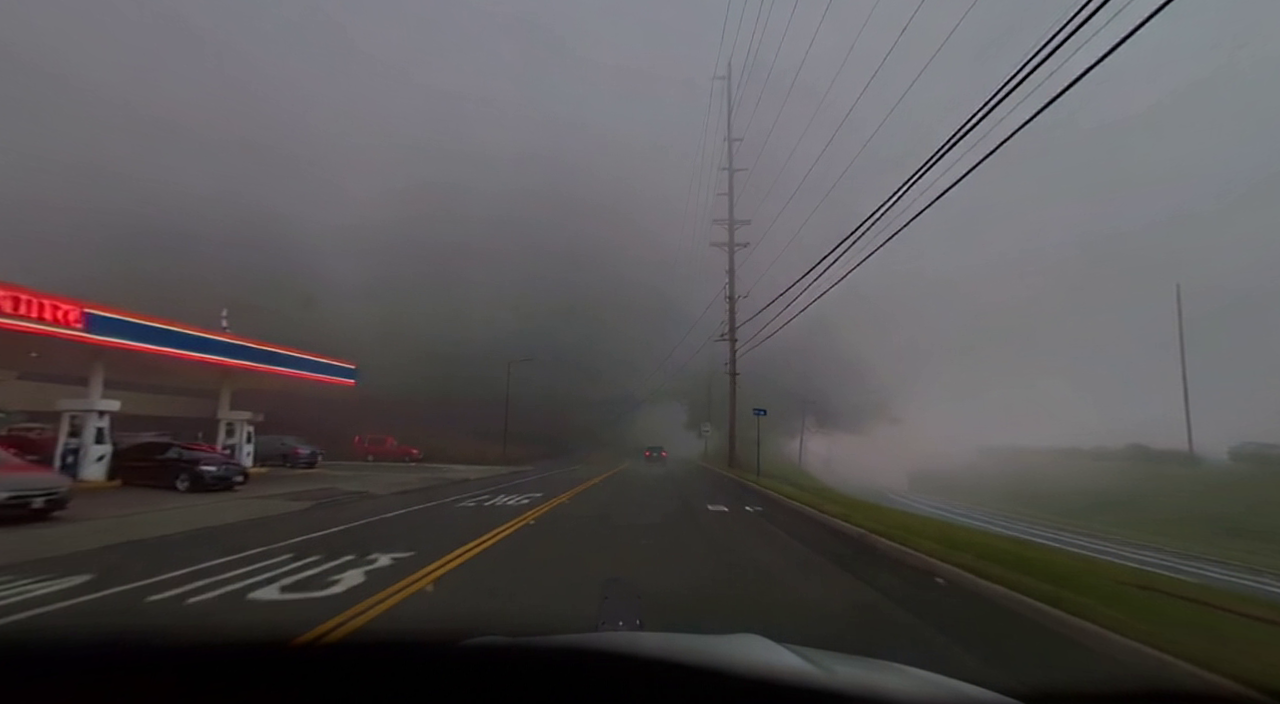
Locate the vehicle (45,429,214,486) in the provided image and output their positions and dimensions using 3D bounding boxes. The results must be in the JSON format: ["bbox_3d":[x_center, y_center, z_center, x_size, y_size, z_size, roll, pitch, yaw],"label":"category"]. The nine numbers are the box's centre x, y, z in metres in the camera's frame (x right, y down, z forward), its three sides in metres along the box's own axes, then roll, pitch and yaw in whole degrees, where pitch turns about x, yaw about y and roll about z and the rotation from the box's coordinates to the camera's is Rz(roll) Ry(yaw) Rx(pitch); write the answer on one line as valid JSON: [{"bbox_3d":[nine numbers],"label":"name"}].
[{"bbox_3d":[-16.883,3.490,21.243,1.928,1.708,4.344,0,-8,2],"label":"vehicle"}]

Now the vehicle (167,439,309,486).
[{"bbox_3d":[-13.765,3.776,22.036,1.947,1.435,4.606,0,-8,-1],"label":"vehicle"}]
